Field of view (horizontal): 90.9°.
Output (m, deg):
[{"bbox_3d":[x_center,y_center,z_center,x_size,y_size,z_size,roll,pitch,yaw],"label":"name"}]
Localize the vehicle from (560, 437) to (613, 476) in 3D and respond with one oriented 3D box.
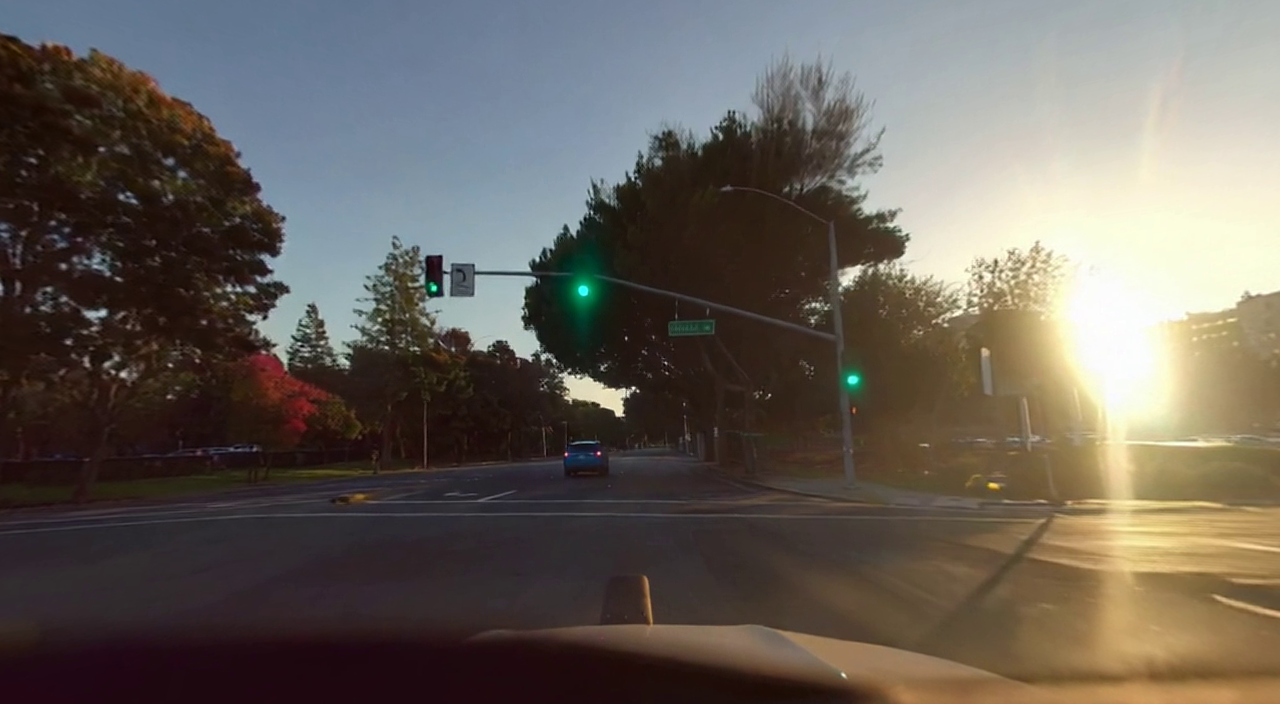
[{"bbox_3d":[-2.557,5.122,31.242,2.123,1.799,4.425,-1,-8,1],"label":"vehicle"}]
